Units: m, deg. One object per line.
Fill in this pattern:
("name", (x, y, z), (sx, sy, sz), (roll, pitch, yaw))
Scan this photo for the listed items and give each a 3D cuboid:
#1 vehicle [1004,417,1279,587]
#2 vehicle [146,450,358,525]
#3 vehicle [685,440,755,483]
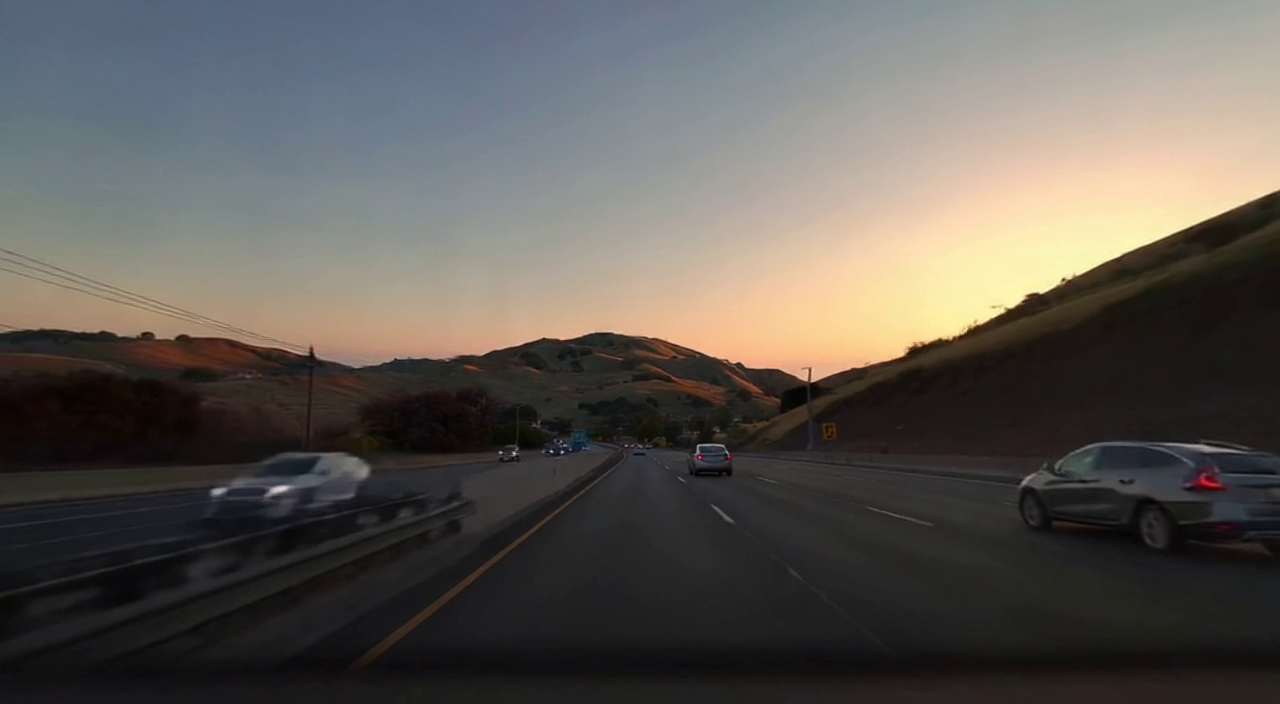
("vehicle", (6.812, 1.635, 7.609), (1.988, 1.530, 4.777), (0, -8, 0))
("vehicle", (-9.173, 3.200, 15.572), (2.208, 1.447, 4.764), (-2, -8, 0))
("vehicle", (2.897, 4.068, 23.687), (2.044, 1.444, 4.216), (0, -8, 0))
